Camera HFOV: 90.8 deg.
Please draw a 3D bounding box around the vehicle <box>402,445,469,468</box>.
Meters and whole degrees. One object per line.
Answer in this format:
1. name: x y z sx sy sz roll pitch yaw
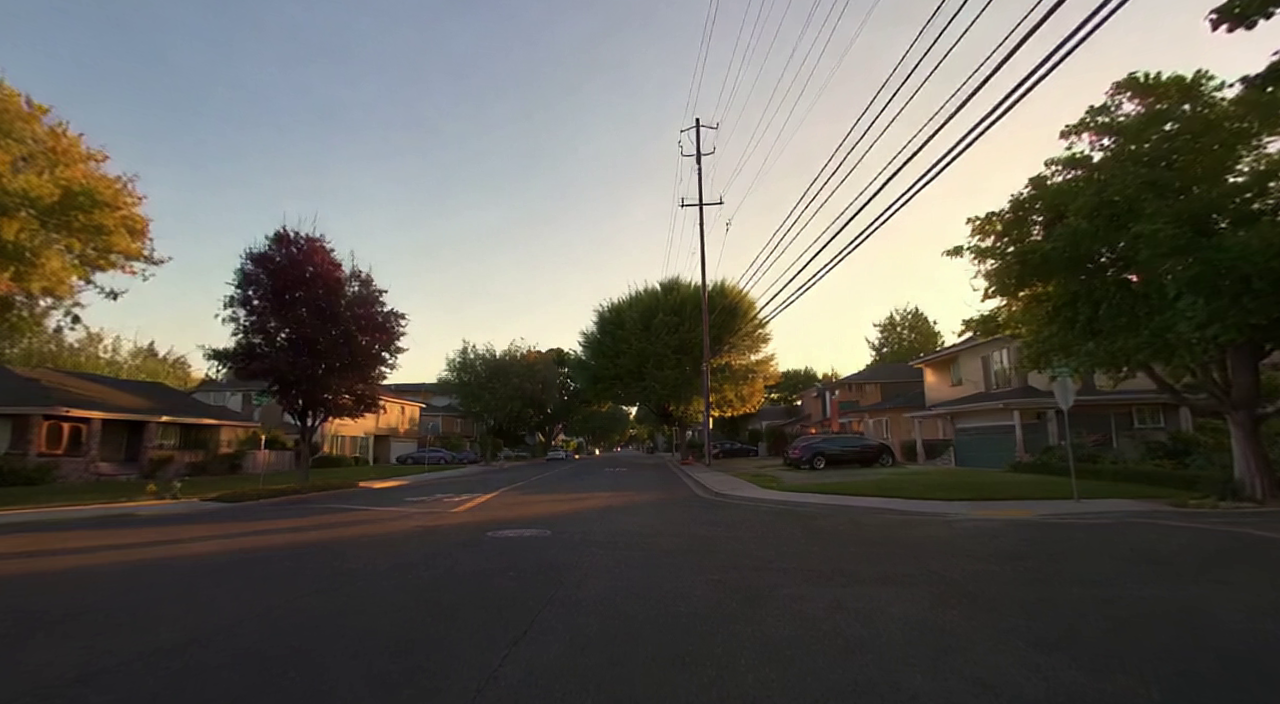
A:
1. vehicle: -15.930 8.116 49.235 4.500 1.714 1.924 -1 -9 6
